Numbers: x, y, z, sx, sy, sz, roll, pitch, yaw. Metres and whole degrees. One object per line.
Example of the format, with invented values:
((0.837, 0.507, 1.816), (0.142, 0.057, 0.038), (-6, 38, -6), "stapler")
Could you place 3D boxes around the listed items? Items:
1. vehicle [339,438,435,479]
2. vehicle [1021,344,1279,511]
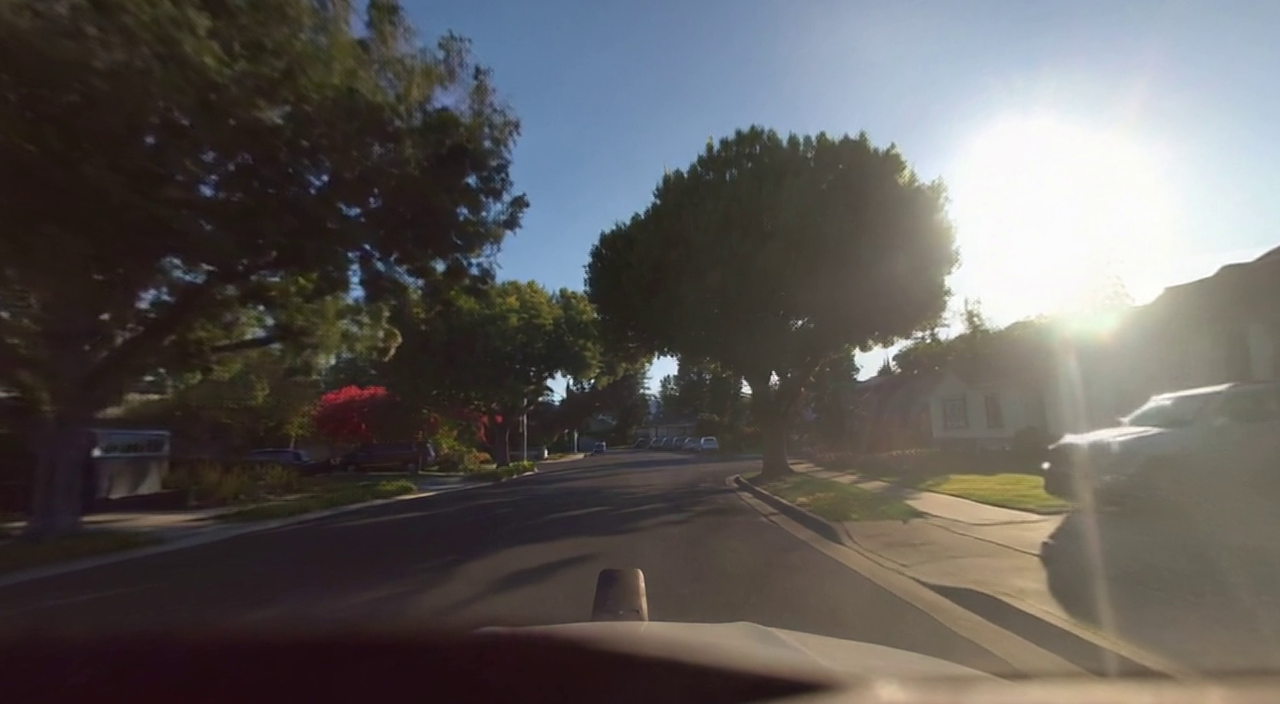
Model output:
((-13.587, 5.723, 33.917), (5.045, 1.835, 2.315), (-9, -11, 33), "vehicle")
((9.848, 1.187, 9.835), (6.053, 2.240, 2.582), (0, -9, 1), "vehicle")
